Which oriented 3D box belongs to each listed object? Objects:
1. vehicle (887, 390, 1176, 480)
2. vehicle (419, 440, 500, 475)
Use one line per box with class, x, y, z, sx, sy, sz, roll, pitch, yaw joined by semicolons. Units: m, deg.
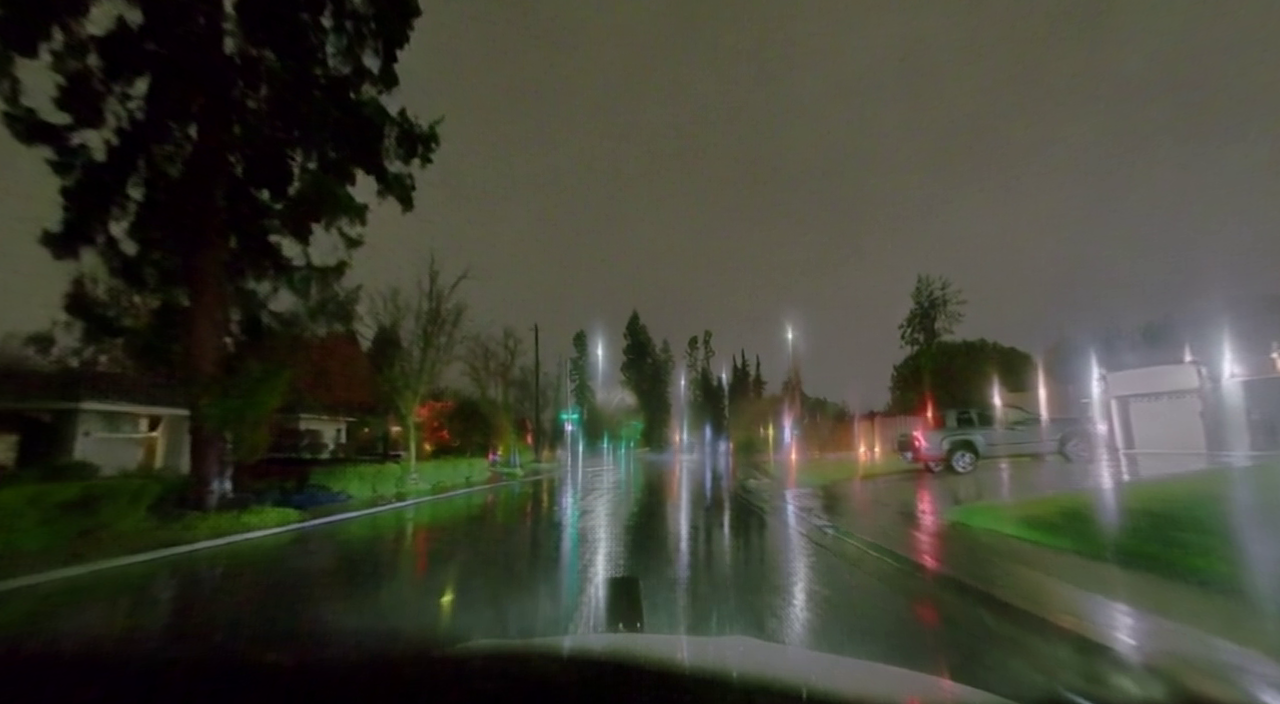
vehicle;10.359;2.291;17.308;6.053;2.240;2.582;-1;-8;4
vehicle;-11.979;7.054;42.323;5.045;1.835;2.315;-2;-9;-13
